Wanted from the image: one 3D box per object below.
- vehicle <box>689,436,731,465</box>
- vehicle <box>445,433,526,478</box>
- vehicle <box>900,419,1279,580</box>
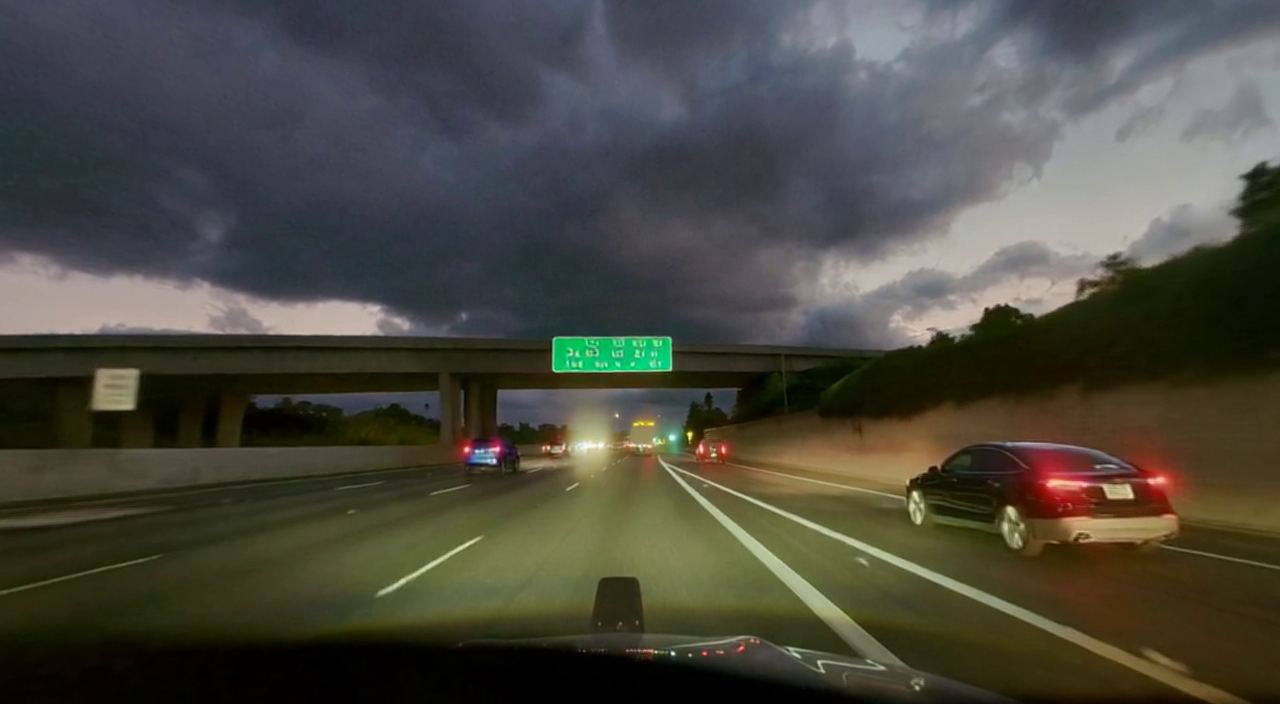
[{"bbox_3d":[4.784,6.848,43.911,2.220,1.898,4.752,0,-9,-2],"label":"vehicle"},{"bbox_3d":[-6.523,4.440,27.243,2.179,1.753,4.999,0,-9,0],"label":"vehicle"},{"bbox_3d":[5.519,1.747,8.319,2.075,1.510,4.569,0,-9,-2],"label":"vehicle"}]
